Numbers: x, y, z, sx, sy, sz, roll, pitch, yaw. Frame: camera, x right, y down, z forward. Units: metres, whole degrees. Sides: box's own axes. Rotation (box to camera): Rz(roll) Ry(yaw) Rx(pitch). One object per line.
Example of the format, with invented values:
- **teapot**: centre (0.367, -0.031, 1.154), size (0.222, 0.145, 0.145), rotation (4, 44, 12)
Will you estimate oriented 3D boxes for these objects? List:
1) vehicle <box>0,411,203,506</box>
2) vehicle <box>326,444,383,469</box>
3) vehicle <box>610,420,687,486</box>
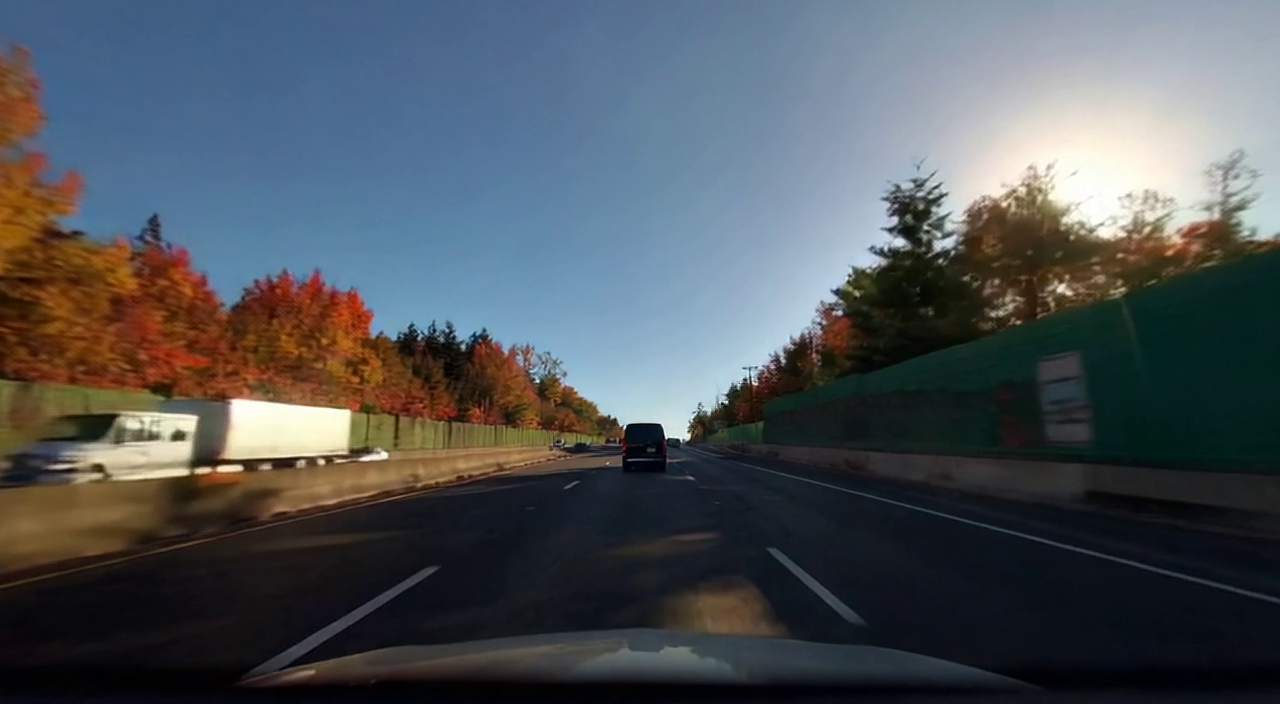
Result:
- **vehicle**: centre (-16.993, 3.218, 19.551), size (2.401, 2.471, 5.918), rotation (0, -8, 1)
- **vehicle**: centre (-18.967, 6.949, 41.987), size (1.864, 1.588, 4.152), rotation (0, -8, 0)
- **vehicle**: centre (0.237, 3.328, 21.032), size (2.283, 1.956, 4.421), rotation (0, -8, 0)
